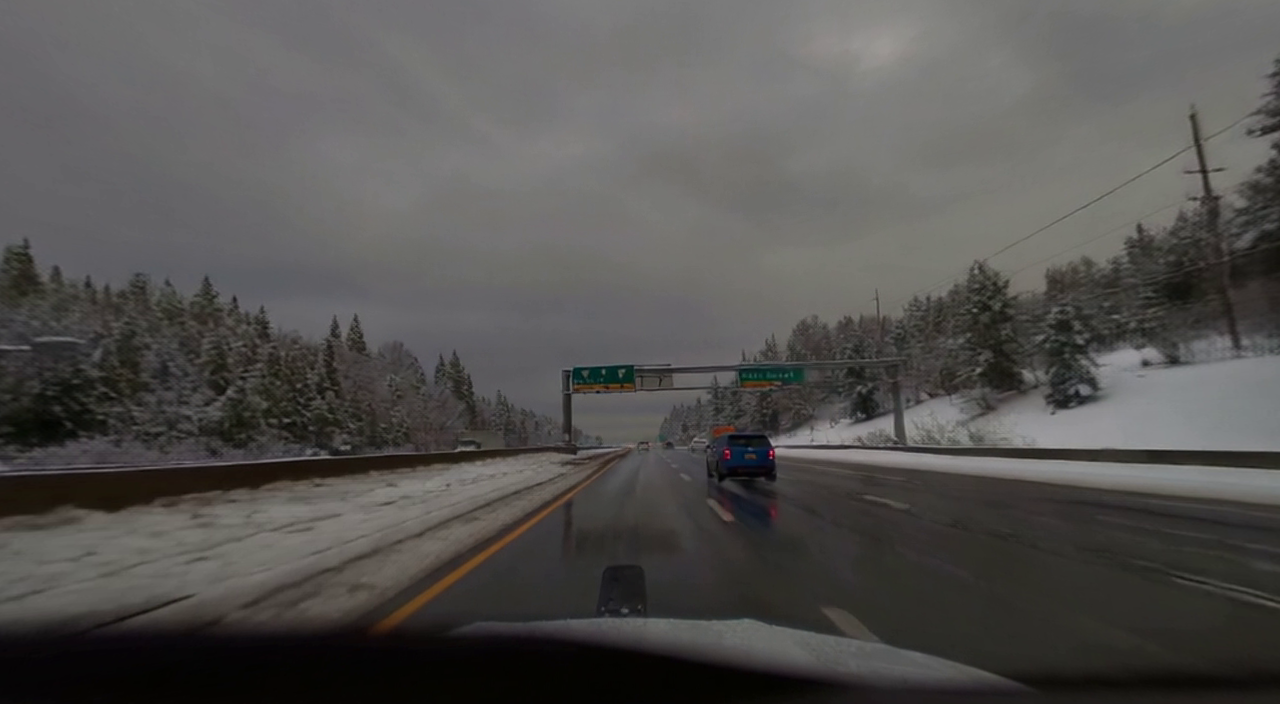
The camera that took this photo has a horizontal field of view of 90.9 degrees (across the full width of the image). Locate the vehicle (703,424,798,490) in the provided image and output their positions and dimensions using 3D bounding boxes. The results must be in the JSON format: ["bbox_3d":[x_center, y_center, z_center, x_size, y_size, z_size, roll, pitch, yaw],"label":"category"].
[{"bbox_3d":[3.330,3.279,19.972,2.120,1.832,4.287,0,-8,-1],"label":"vehicle"}]

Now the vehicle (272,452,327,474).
[{"bbox_3d":[-26.061,8.458,48.399,2.240,1.542,3.557,0,-8,-1],"label":"vehicle"}]
